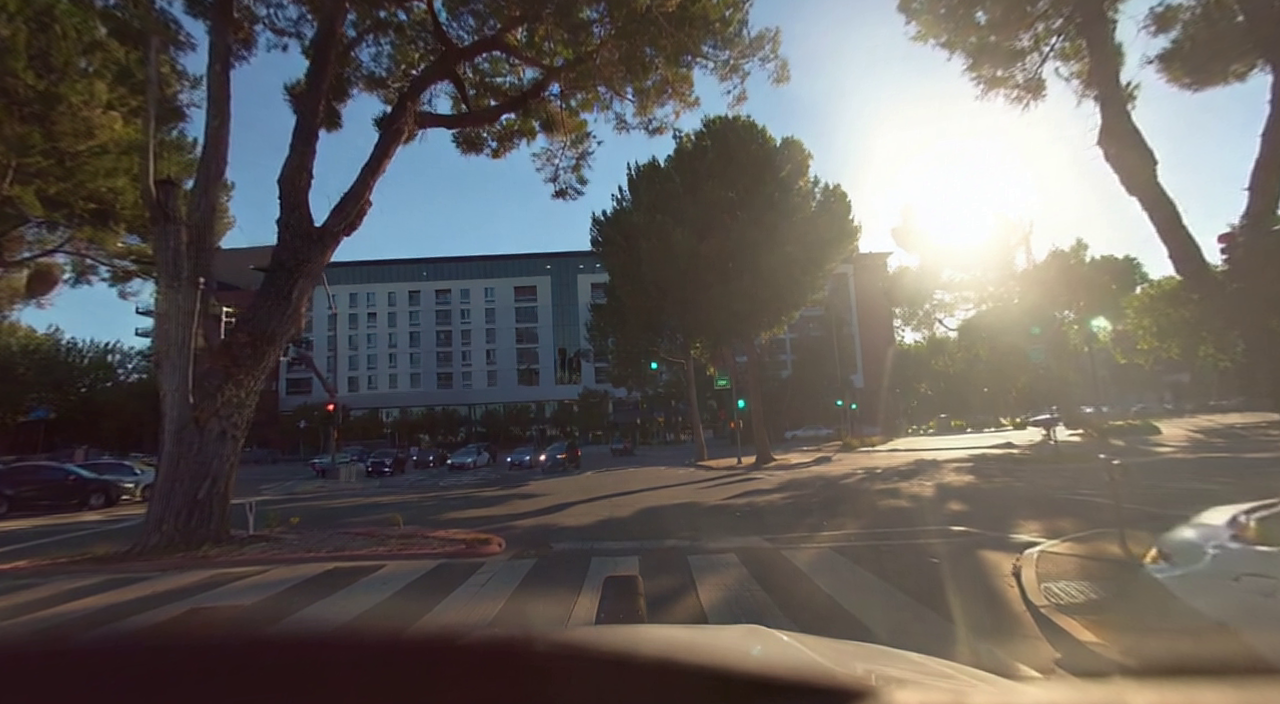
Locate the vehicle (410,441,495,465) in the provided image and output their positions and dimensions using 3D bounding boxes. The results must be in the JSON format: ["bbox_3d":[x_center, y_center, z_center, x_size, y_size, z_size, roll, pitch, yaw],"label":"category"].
[{"bbox_3d":[-14.746,7.965,49.864,6.021,1.868,2.172,0,-9,1],"label":"vehicle"}]

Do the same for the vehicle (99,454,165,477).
[{"bbox_3d":[-38.863,8.667,48.420,1.934,1.507,3.869,1,-7,-3],"label":"vehicle"}]

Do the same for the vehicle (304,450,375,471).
[{"bbox_3d":[-21.874,7.890,46.122,4.207,1.508,1.875,0,-9,2],"label":"vehicle"}]

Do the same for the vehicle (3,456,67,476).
[{"bbox_3d":[-46.232,8.720,48.361,1.627,1.392,3.330,0,-9,-1],"label":"vehicle"}]

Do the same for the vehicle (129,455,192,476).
[{"bbox_3d":[-36.426,8.615,48.082,1.709,1.410,3.945,0,-9,-1],"label":"vehicle"}]

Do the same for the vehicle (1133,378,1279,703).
[{"bbox_3d":[3.290,0.635,0.806,1.903,1.529,4.254,0,-9,1],"label":"vehicle"}]

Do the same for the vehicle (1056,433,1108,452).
[{"bbox_3d":[34.843,7.159,49.894,1.649,1.463,3.507,0,-9,2],"label":"vehicle"}]
